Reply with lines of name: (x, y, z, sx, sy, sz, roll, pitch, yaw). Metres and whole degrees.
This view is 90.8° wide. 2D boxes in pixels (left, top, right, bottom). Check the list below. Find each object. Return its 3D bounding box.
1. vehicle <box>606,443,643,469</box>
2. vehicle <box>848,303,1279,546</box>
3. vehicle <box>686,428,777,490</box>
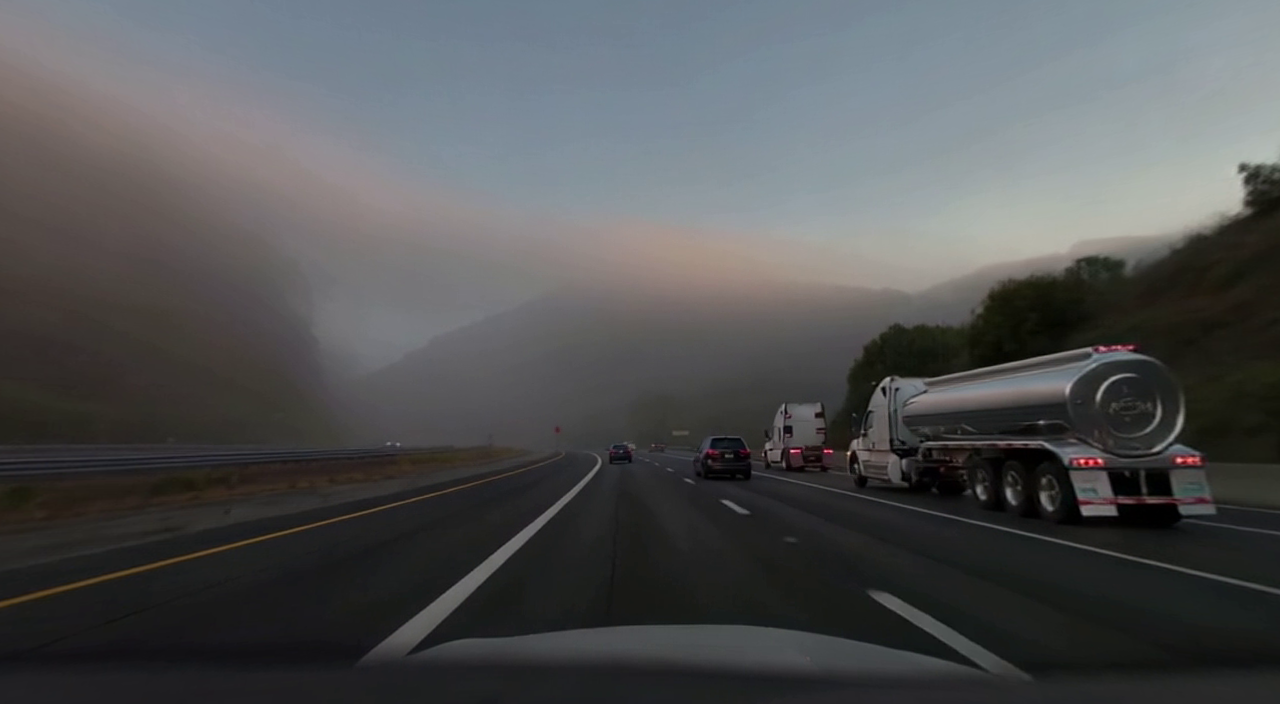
vehicle: (-0.953, 6.157, 37.584, 2.083, 1.477, 3.965, 0, -9, -3)
vehicle: (7.565, 1.657, 13.336, 2.805, 3.212, 9.978, 0, -9, -1)
vehicle: (2.859, 3.470, 20.840, 2.098, 1.794, 4.561, 0, -9, -3)
